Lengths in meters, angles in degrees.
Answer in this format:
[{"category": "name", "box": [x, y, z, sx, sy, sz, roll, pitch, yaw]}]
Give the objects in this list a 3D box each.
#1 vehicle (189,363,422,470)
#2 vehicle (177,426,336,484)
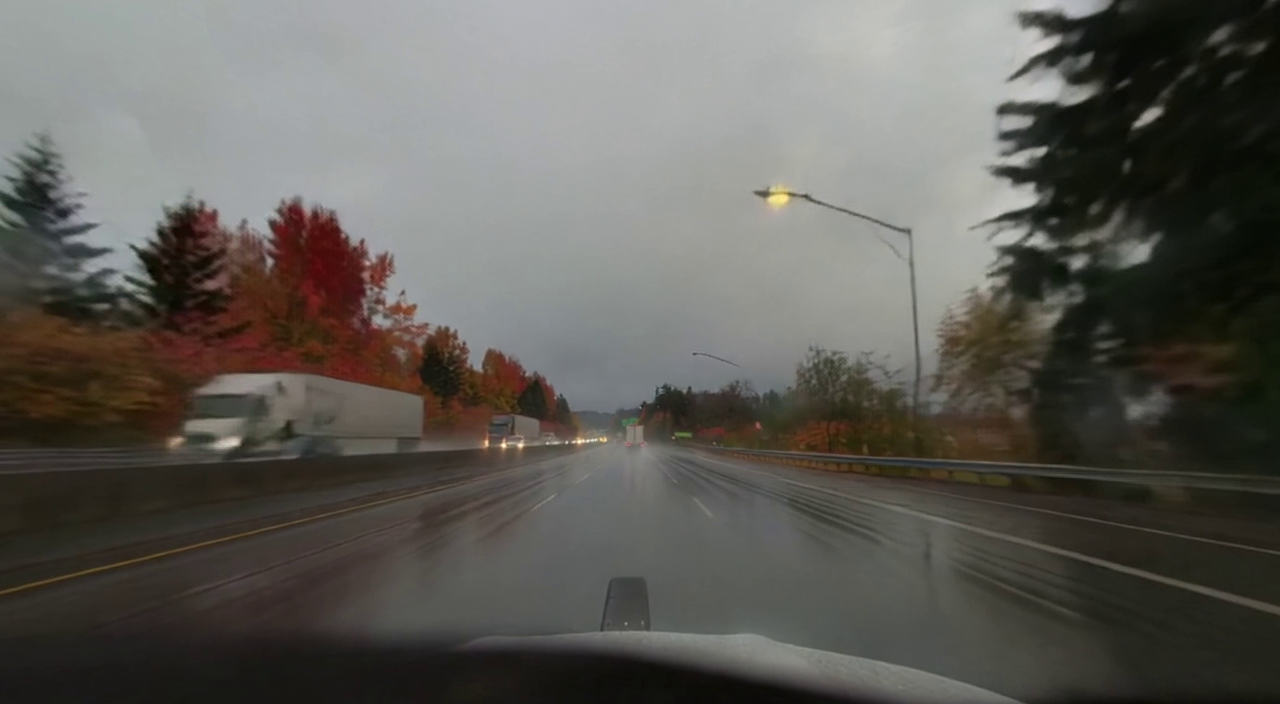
[{"category": "vehicle", "box": [-16.006, 3.700, 33.093, 2.997, 4.179, 16.997, 0, -8, 0]}, {"category": "vehicle", "box": [-11.311, 3.061, 19.048, 1.948, 1.519, 4.592, 0, -8, 0]}]
